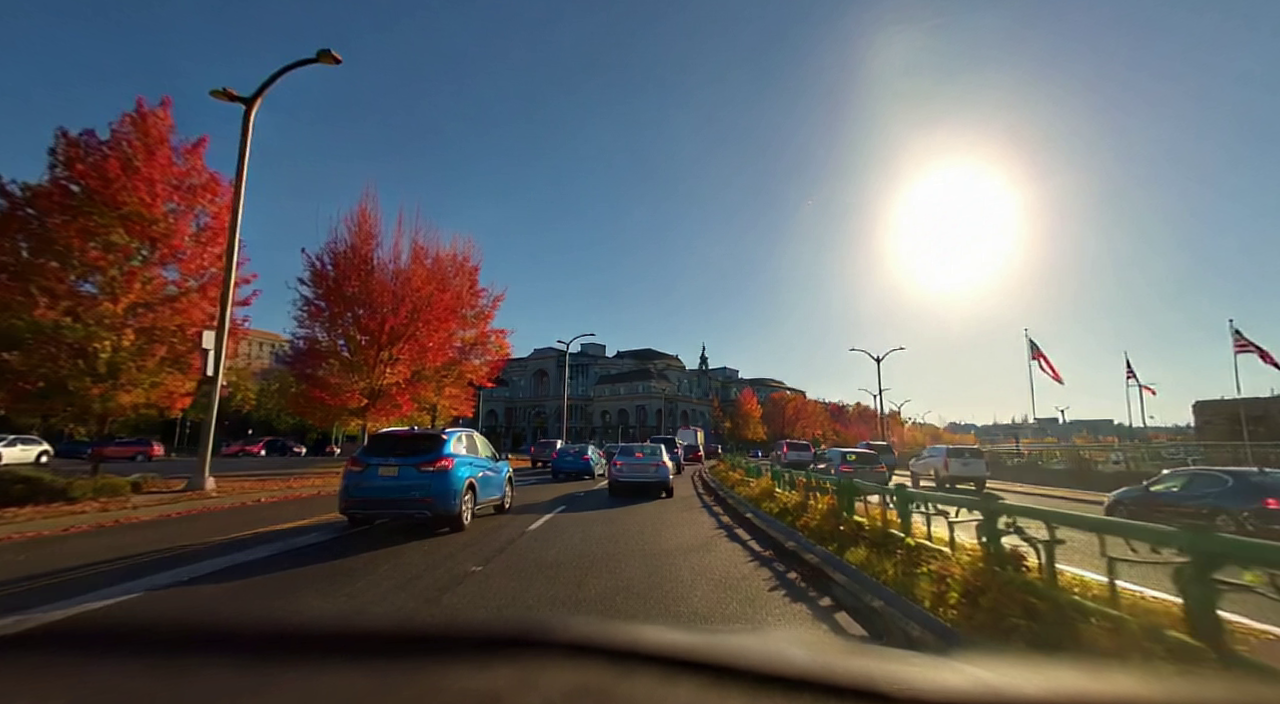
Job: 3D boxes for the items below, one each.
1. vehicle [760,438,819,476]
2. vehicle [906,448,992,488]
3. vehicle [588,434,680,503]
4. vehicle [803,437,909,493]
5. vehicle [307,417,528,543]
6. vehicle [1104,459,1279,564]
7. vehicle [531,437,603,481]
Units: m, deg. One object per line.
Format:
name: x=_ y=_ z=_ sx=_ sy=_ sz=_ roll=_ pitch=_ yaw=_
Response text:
vehicle: x=7.403 y=5.229 z=31.613 sx=2.017 sy=1.746 sz=4.727 roll=0 pitch=-9 yaw=3
vehicle: x=14.929 y=5.600 z=30.732 sx=2.087 sy=1.745 sz=4.673 roll=0 pitch=-9 yaw=4
vehicle: x=-0.053 y=2.963 z=16.411 sx=2.090 sy=1.506 sz=4.276 roll=0 pitch=-9 yaw=2
vehicle: x=6.644 y=3.506 z=19.930 sx=1.944 sy=1.544 sz=4.301 roll=0 pitch=-9 yaw=1
vehicle: x=-3.359 y=2.031 z=10.590 sx=1.988 sy=1.635 sz=4.260 roll=0 pitch=-9 yaw=2
vehicle: x=10.386 y=2.639 z=10.900 sx=1.749 sy=1.481 sz=3.808 roll=1 pitch=-9 yaw=0
vehicle: x=-2.782 y=4.202 z=25.059 sx=1.974 sy=1.549 sz=4.603 roll=0 pitch=-9 yaw=5
